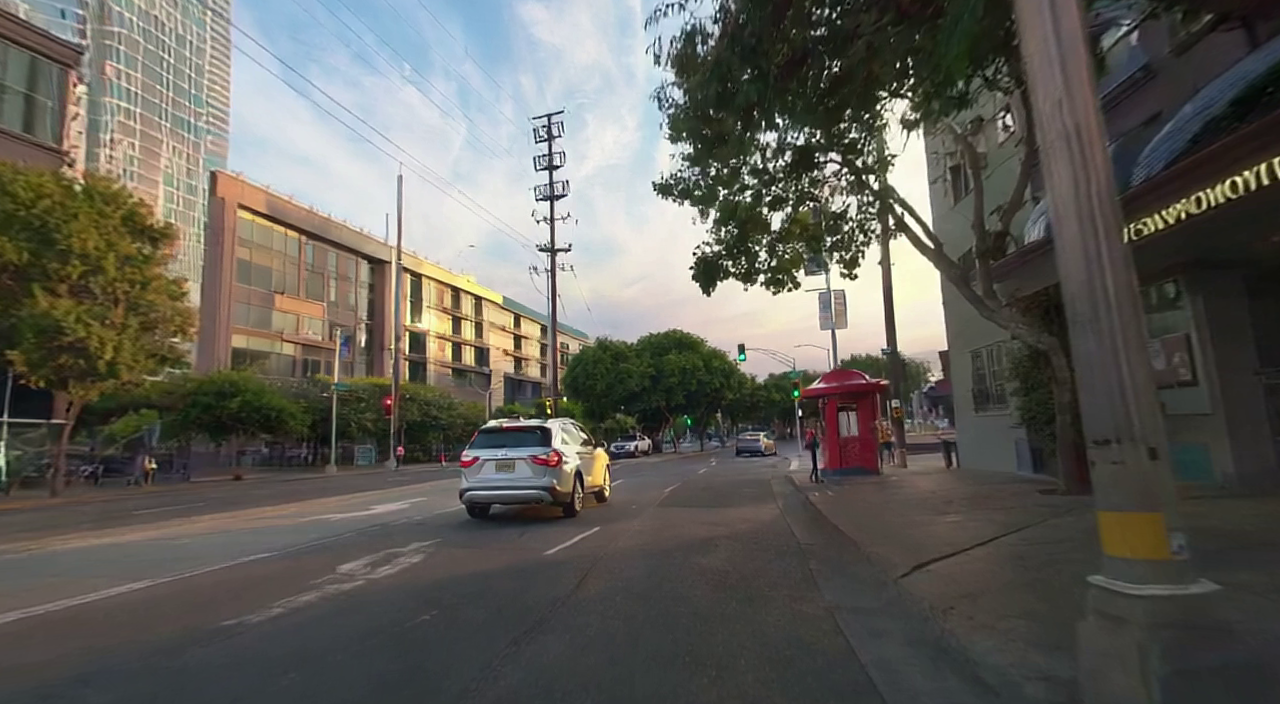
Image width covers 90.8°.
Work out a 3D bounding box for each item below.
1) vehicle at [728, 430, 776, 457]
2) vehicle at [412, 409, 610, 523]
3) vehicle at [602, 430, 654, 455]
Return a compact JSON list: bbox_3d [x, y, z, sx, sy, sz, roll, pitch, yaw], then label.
[{"bbox_3d":[6.718,5.435,37.447,2.006,1.470,4.099,-3,-9,21],"label":"vehicle"},{"bbox_3d":[-2.127,2.071,11.981,2.101,1.721,4.364,-2,-8,11],"label":"vehicle"},{"bbox_3d":[-0.760,6.428,44.916,2.017,1.684,4.483,-4,-9,23],"label":"vehicle"}]
